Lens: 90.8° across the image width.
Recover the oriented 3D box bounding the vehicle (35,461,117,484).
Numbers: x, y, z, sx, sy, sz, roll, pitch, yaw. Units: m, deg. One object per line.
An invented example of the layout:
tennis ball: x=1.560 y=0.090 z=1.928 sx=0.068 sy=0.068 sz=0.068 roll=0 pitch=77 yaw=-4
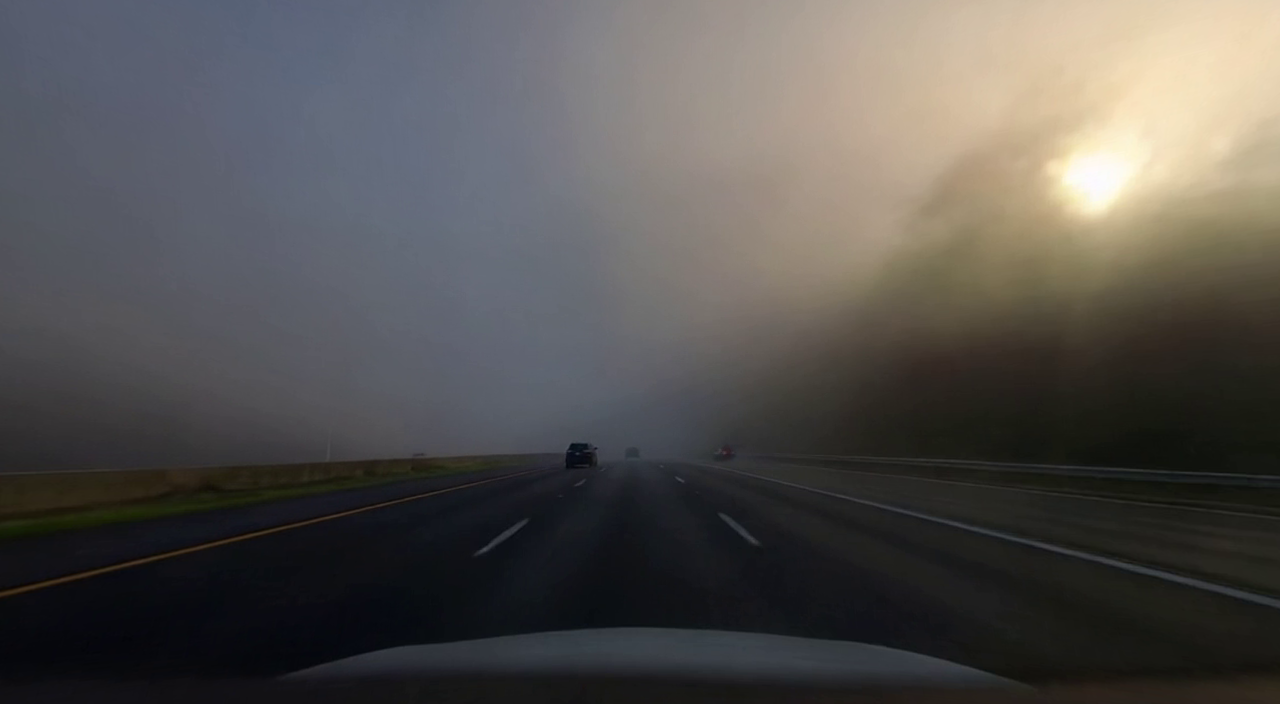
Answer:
vehicle: x=-43.160 y=9.192 z=48.457 sx=1.820 sy=1.584 sz=4.568 roll=-1 pitch=-9 yaw=5

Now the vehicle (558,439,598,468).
vehicle: x=-3.936 y=6.554 z=40.971 sx=2.114 sy=1.774 sz=4.427 roll=0 pitch=-9 yaw=0
